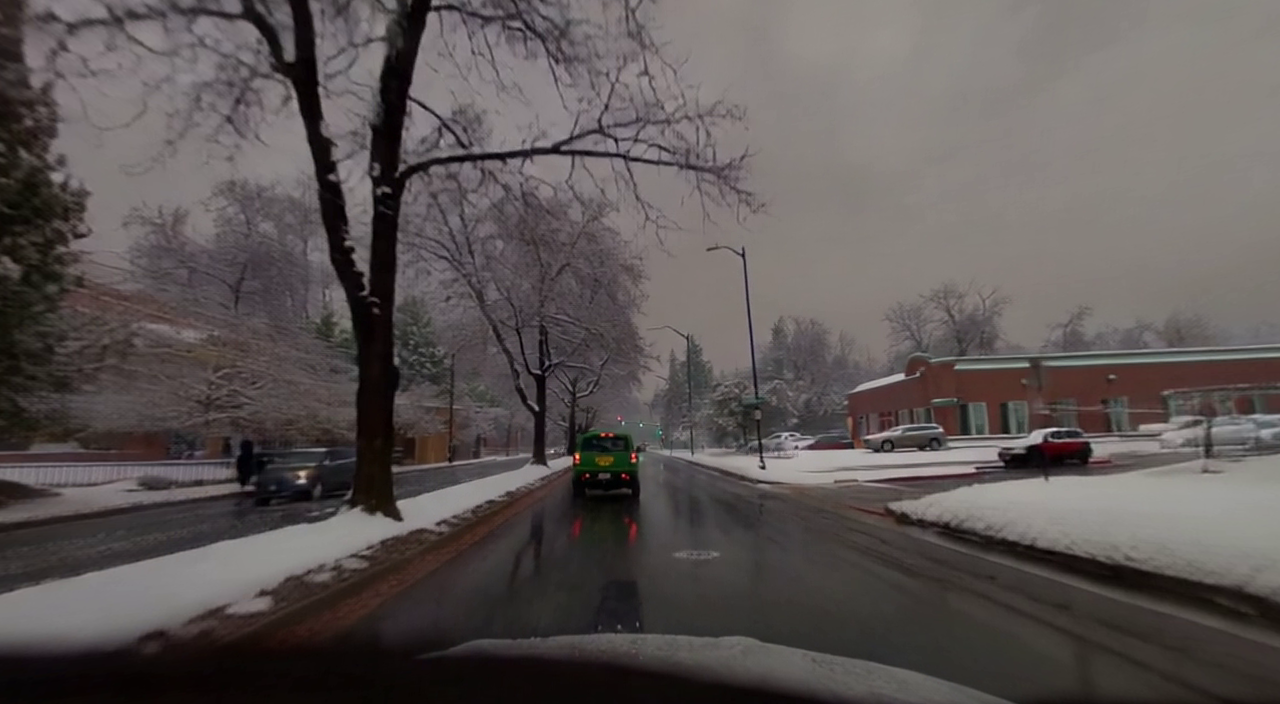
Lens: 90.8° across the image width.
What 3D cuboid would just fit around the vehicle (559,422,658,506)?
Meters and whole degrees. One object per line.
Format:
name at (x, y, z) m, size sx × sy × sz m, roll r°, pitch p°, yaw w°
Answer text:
vehicle at (-0.747, 2.871, 16.782) m, size 2.157 × 1.816 × 5.804 m, roll 0°, pitch -8°, yaw -1°

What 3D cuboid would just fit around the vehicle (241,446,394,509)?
vehicle at (-8.826, 3.419, 17.861) m, size 2.027 × 1.493 × 4.707 m, roll 0°, pitch -8°, yaw -3°

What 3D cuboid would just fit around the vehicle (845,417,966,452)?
vehicle at (12.845, 4.053, 30.797) m, size 4.788 × 1.625 × 2.319 m, roll 0°, pitch -8°, yaw -3°

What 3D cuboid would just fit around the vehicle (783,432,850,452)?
vehicle at (12.492, 6.395, 44.864) m, size 4.090 × 1.433 × 1.983 m, roll 0°, pitch -8°, yaw -1°

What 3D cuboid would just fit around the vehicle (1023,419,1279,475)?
vehicle at (14.199, 2.672, 17.737) m, size 5.344 × 1.440 × 2.318 m, roll 0°, pitch -8°, yaw 2°
